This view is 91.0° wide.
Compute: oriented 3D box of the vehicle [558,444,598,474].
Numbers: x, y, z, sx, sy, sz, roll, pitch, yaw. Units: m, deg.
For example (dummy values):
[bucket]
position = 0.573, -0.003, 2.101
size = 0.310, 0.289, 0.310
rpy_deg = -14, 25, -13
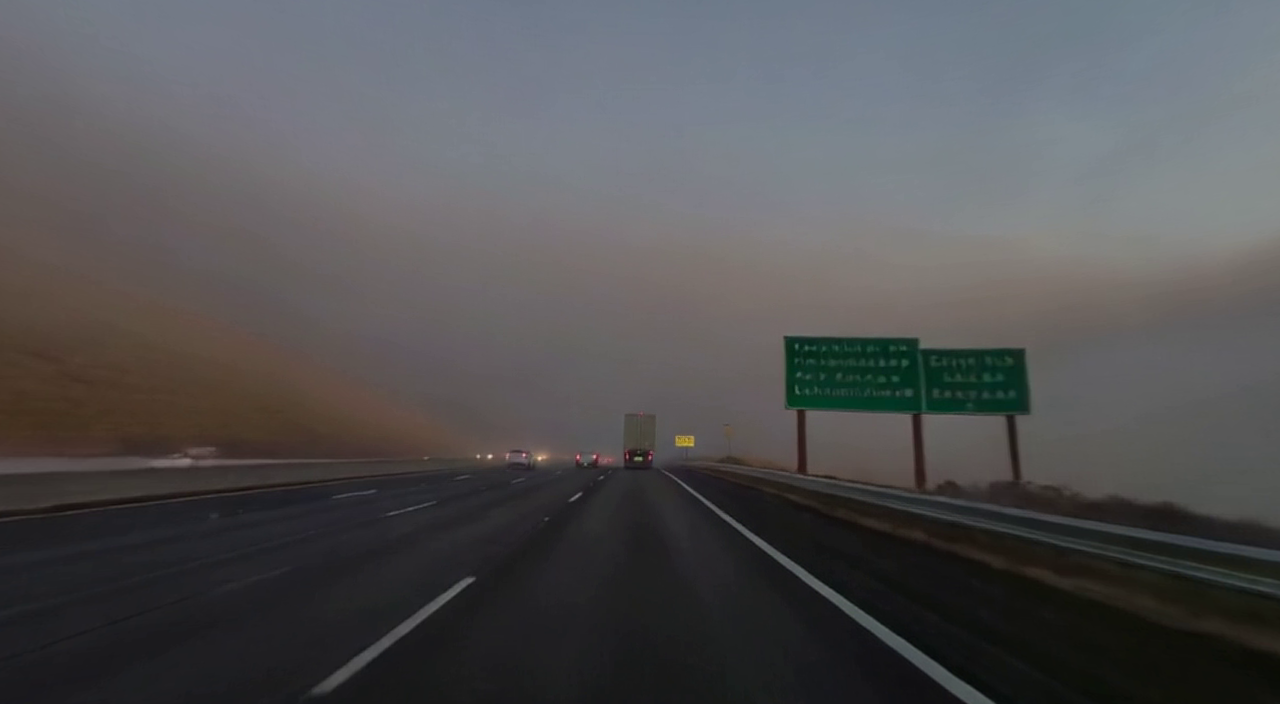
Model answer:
[vehicle]
position = -3.873, 6.727, 39.887
size = 2.053, 1.746, 4.508
rpy_deg = 0, -9, 0
